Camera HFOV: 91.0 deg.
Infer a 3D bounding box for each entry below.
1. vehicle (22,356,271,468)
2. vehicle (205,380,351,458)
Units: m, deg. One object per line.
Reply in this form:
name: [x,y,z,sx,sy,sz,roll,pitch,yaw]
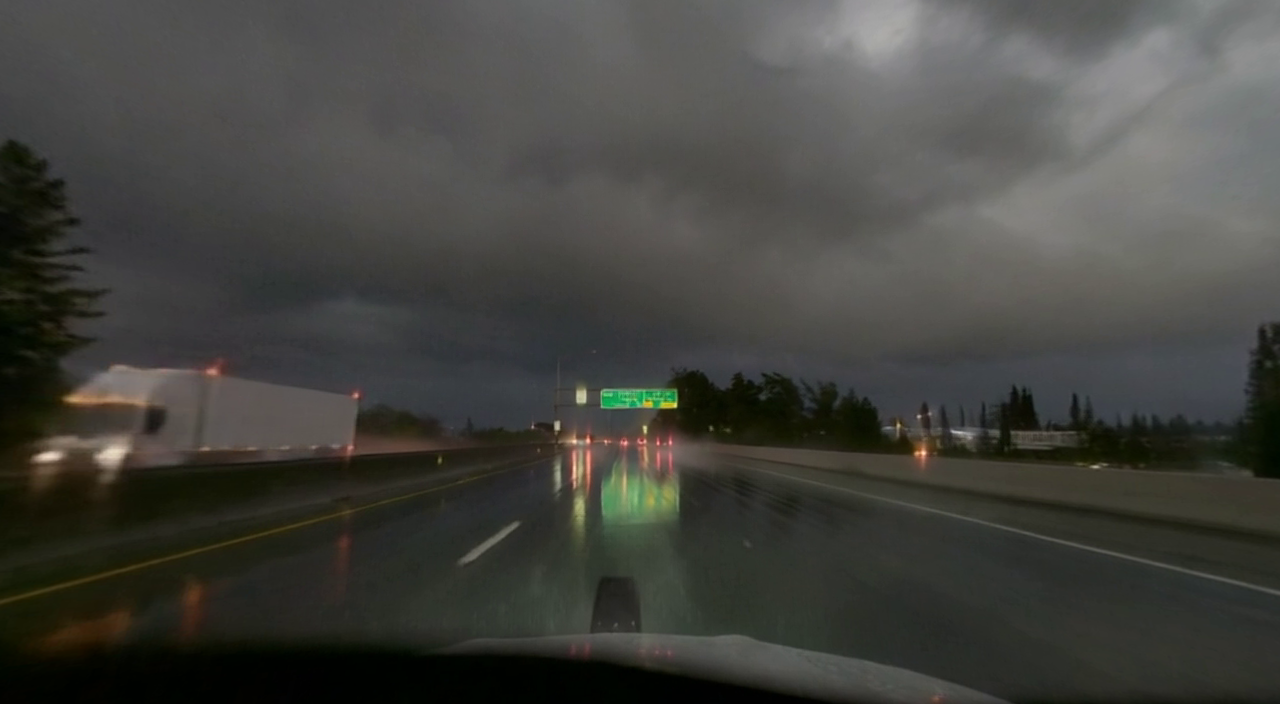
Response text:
vehicle: [-20.561,2.843,27.522,2.914,3.993,9.893,0,-8,-1]
vehicle: [-20.801,4.140,37.193,2.966,3.974,9.687,0,-8,-1]
